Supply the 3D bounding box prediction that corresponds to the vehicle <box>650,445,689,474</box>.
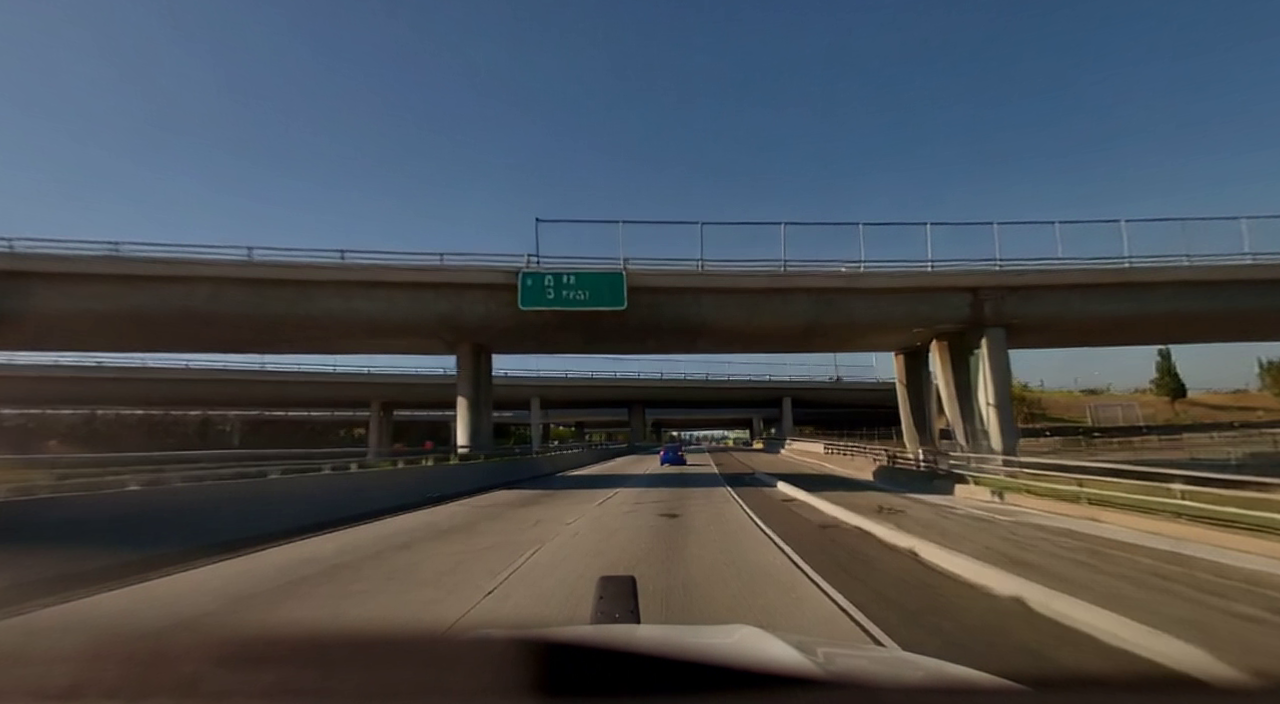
[{"bbox_3d":[1.673,5.869,34.549,2.028,1.440,3.970,-1,-8,4],"label":"vehicle"}]
